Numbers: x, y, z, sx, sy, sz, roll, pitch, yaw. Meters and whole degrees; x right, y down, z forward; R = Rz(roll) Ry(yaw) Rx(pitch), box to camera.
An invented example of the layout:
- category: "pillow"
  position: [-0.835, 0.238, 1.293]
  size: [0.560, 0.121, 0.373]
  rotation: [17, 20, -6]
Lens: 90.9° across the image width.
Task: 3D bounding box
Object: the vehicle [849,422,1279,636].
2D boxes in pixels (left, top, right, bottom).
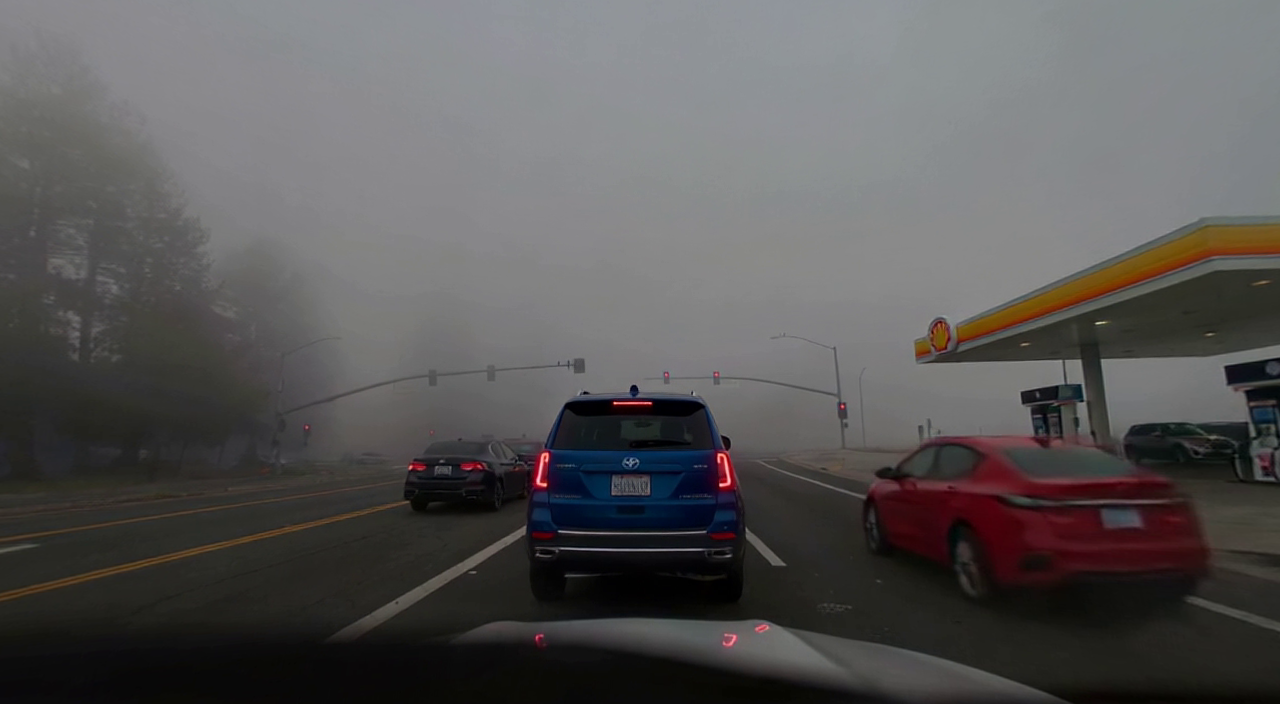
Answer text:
- category: "vehicle"
  position: [3.928, 1.597, 6.770]
  size: [2.041, 1.490, 4.471]
  rotation: [-1, -9, 3]

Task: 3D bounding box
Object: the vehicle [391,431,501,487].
- category: "vehicle"
  position: [-6.636, 3.718, 22.174]
  size: [2.065, 1.753, 4.525]
  rotation: [-1, -9, 6]

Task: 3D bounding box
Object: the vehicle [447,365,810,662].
- category: "vehicle"
  position: [0.012, 1.315, 6.135]
  size: [2.236, 1.819, 4.291]
  rotation: [-1, -9, 3]
